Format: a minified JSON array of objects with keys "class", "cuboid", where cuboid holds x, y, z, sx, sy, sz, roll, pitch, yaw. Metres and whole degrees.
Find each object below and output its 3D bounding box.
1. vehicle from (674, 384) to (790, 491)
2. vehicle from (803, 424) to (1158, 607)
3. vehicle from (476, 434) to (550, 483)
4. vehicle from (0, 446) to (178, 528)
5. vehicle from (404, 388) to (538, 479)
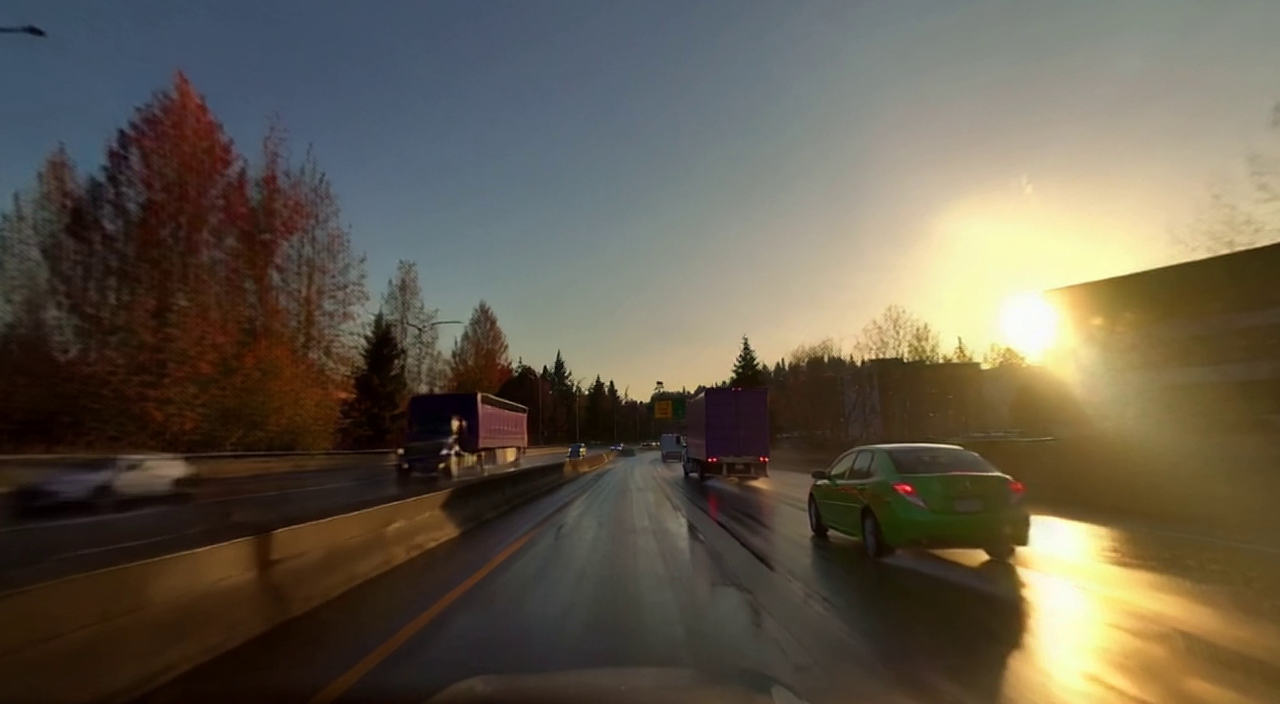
[{"class":"vehicle","cuboid":[3.444,3.928,28.127,2.916,3.563,14.462,0,-9,0]},{"class":"vehicle","cuboid":[3.484,1.718,7.446,1.971,1.558,3.834,0,-9,-1]},{"class":"vehicle","cuboid":[-5.154,4.406,26.173,2.038,1.801,4.594,-1,-9,1]},{"class":"vehicle","cuboid":[-12.391,2.798,13.542,1.784,1.484,3.809,-1,-9,1]},{"class":"vehicle","cuboid":[-8.885,4.857,36.134,2.954,4.061,15.604,-1,-9,2]}]
